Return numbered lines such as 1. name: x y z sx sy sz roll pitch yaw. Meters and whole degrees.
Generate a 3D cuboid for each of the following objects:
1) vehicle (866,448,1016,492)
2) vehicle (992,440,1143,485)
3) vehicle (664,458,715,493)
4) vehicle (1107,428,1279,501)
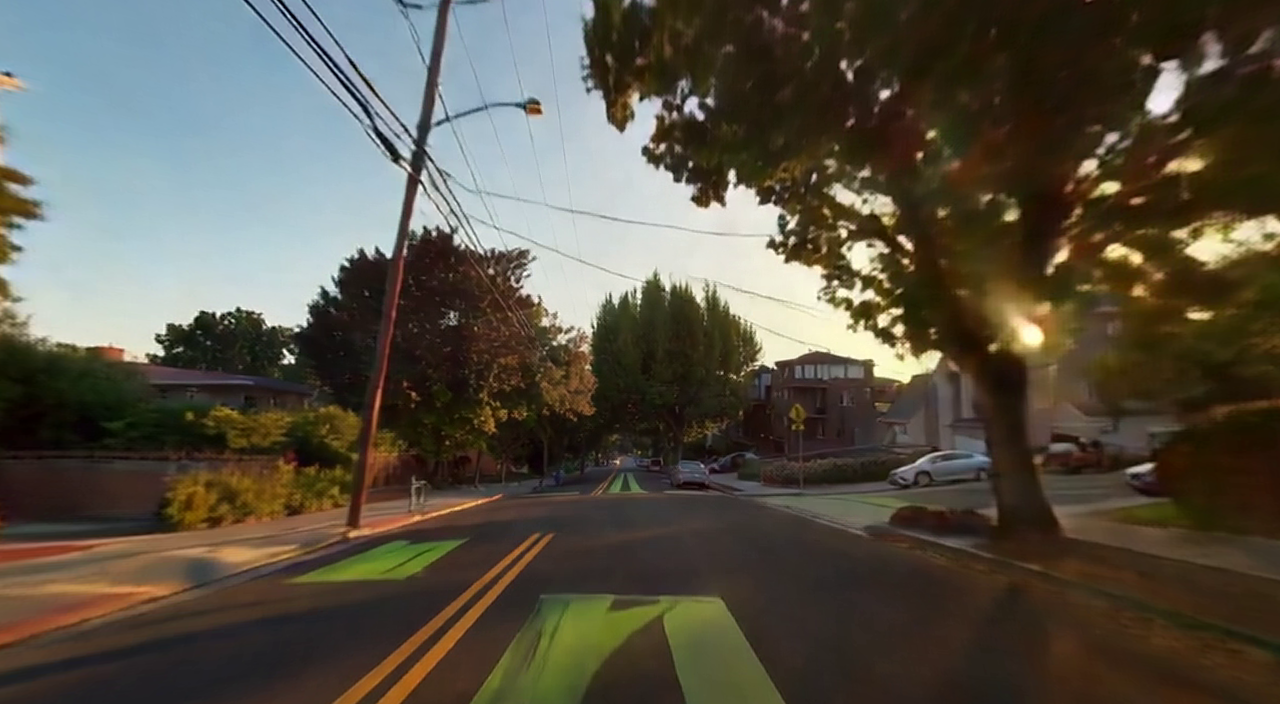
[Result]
1. vehicle: 11.636 4.628 24.671 4.809 1.494 1.940 -1 -13 -3
2. vehicle: 16.922 4.374 25.159 4.578 1.675 2.010 0 -9 -5
3. vehicle: 2.470 6.369 32.919 1.989 1.545 5.423 0 -8 -2
4. vehicle: 14.119 2.682 15.288 4.277 1.588 1.830 0 -9 -6
